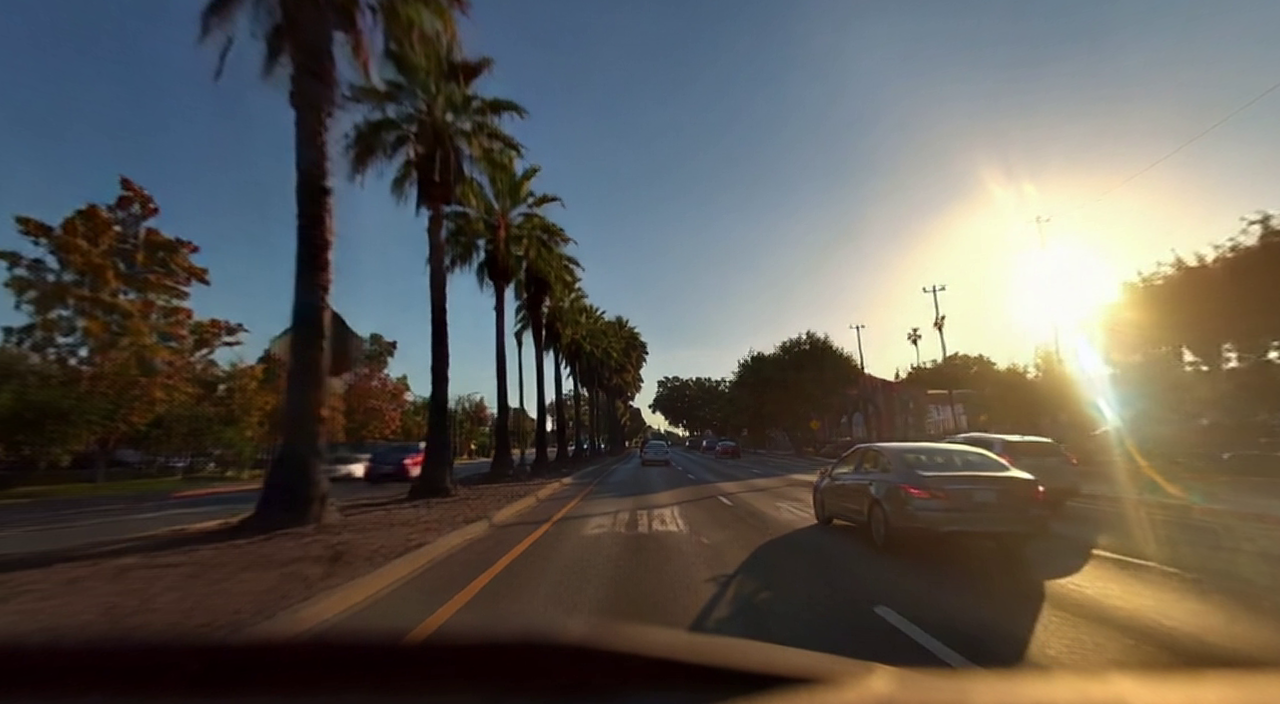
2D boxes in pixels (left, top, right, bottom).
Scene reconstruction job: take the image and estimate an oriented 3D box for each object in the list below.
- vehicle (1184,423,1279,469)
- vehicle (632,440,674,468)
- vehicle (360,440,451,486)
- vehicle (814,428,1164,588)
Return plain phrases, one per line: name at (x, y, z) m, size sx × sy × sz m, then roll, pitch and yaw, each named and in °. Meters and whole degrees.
vehicle at (27.140, 4.096, 27.562) m, size 2.218 × 1.864 × 4.957 m, roll 0°, pitch -8°, yaw -2°
vehicle at (0.644, 5.545, 34.540) m, size 2.031 × 1.444 × 4.361 m, roll 0°, pitch -8°, yaw -2°
vehicle at (-10.383, 4.934, 28.464) m, size 2.238 × 1.766 × 4.710 m, roll -3°, pitch -8°, yaw 1°
vehicle at (3.846, 1.770, 8.107) m, size 1.875 × 1.452 × 4.453 m, roll 0°, pitch -8°, yaw -1°
